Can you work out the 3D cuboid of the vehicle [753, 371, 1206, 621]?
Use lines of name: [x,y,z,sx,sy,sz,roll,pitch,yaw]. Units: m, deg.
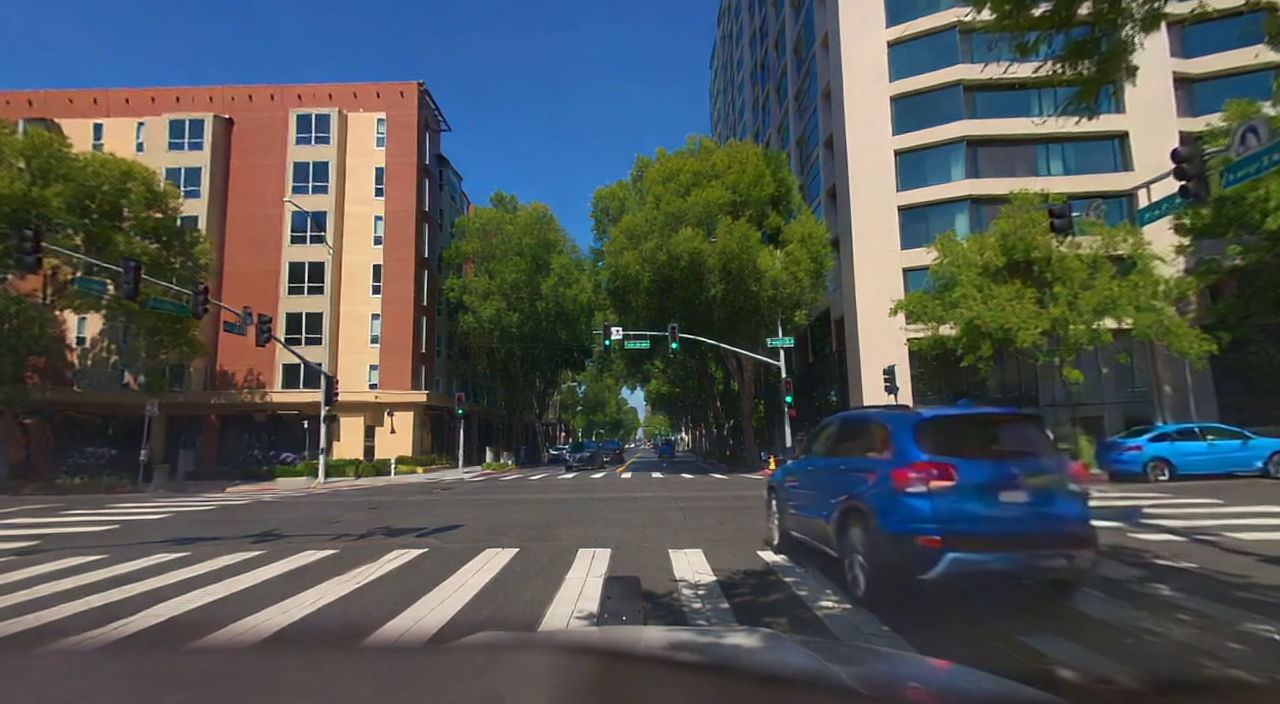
vehicle: [2.933,1.401,7.122,2.301,1.816,4.871,0,-8,-1]
